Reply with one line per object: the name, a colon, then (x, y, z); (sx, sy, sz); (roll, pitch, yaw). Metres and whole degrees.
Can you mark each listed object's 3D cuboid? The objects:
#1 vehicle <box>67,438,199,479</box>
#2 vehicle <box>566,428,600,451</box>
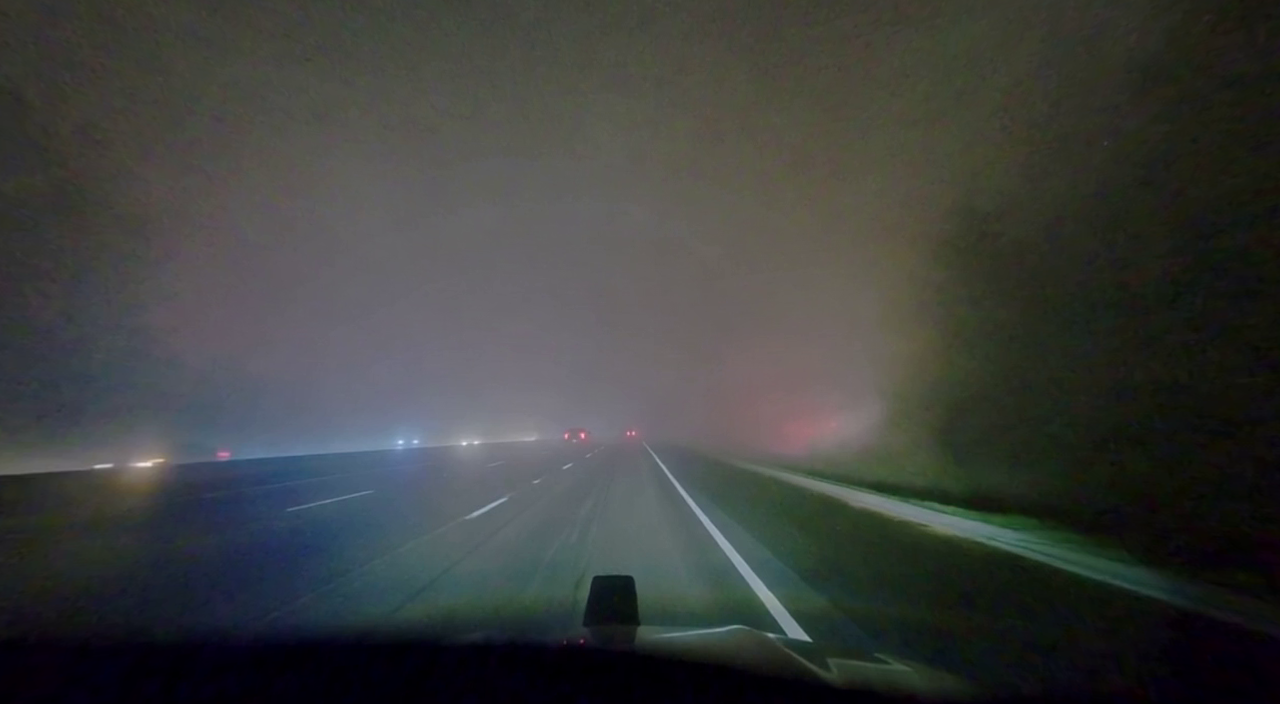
vehicle: (-20.159, 4.219, 25.245); (1.805, 1.474, 4.175); (0, -8, 0)
vehicle: (-4.325, 6.663, 48.100); (2.152, 1.679, 4.442); (0, -8, 0)
